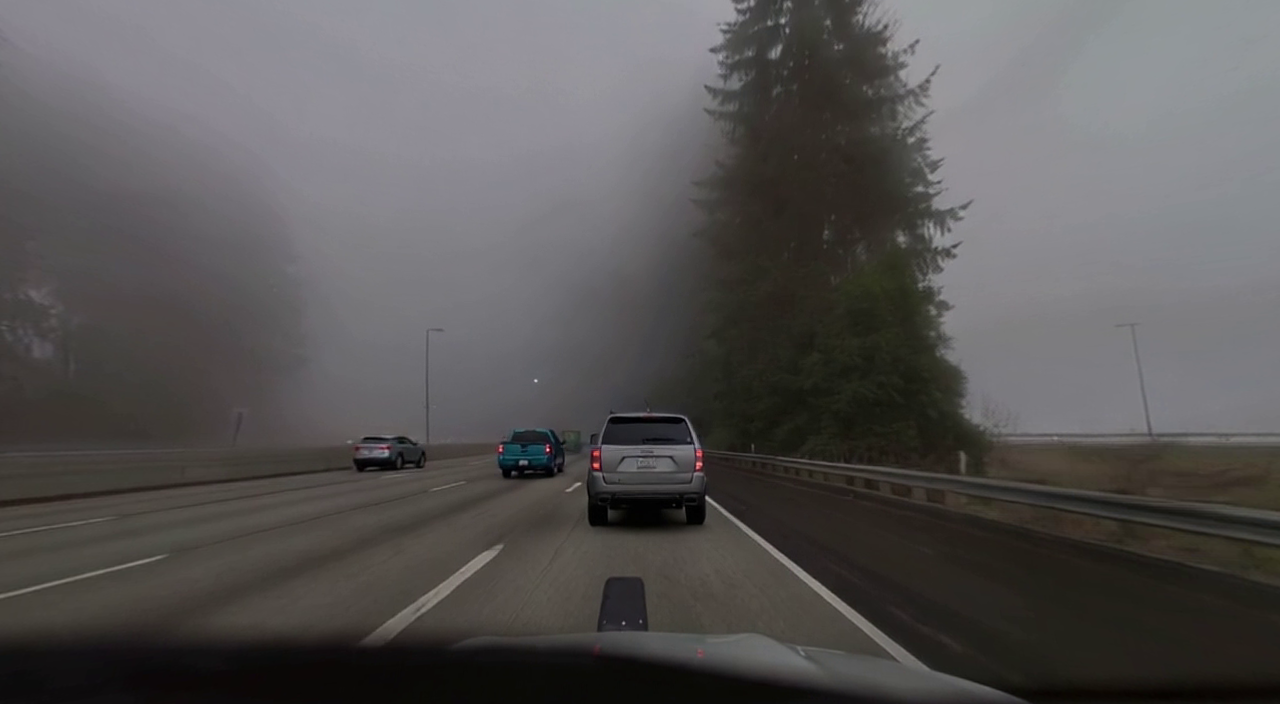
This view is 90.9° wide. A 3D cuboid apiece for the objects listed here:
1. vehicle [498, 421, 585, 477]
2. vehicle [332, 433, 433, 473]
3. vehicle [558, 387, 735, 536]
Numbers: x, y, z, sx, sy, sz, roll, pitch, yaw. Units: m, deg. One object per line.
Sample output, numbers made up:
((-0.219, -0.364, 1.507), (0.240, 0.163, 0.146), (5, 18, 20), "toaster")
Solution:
((-3.779, 3.887, 25.388), (2.486, 1.962, 5.525), (0, -8, 1), "vehicle")
((-10.303, 4.085, 25.684), (2.002, 1.484, 4.798), (0, -8, 1), "vehicle")
((0.094, 1.832, 11.025), (2.395, 2.013, 4.734), (0, -8, 0), "vehicle")
